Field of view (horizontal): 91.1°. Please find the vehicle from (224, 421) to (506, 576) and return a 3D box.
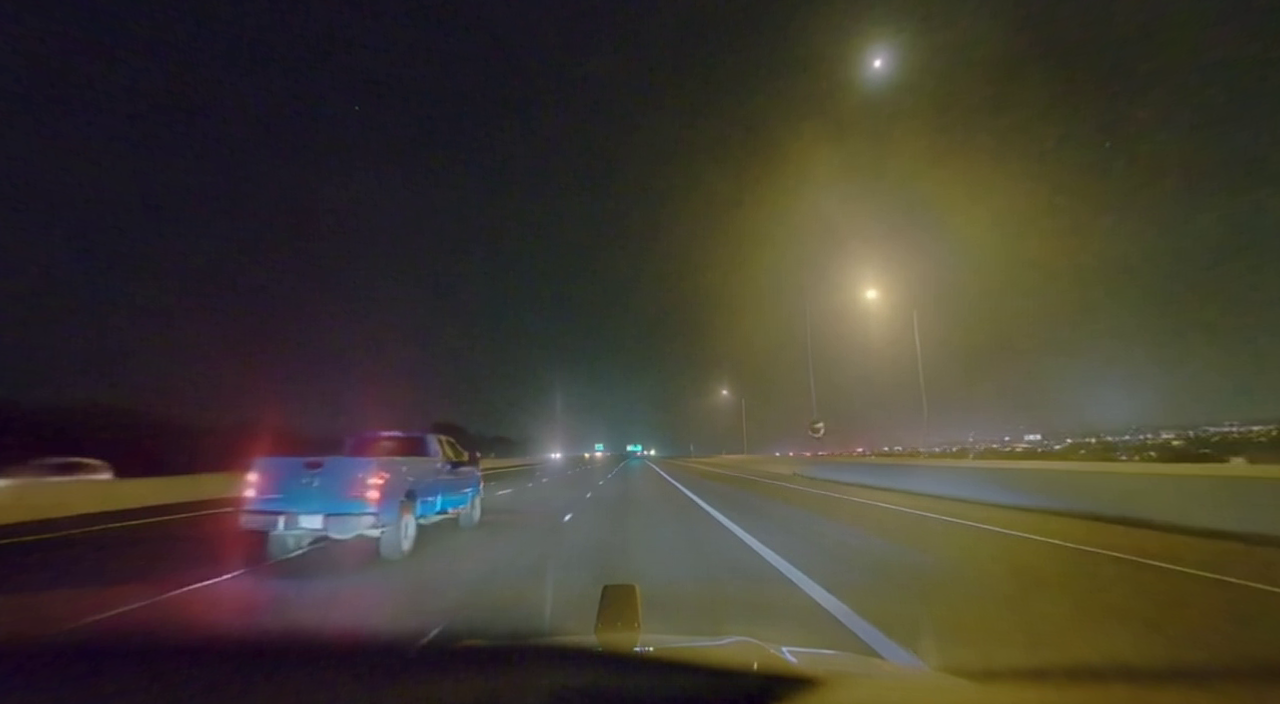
[{"bbox_3d":[-3.561,1.990,9.329,2.152,1.717,4.423,0,-9,0],"label":"vehicle"}]
